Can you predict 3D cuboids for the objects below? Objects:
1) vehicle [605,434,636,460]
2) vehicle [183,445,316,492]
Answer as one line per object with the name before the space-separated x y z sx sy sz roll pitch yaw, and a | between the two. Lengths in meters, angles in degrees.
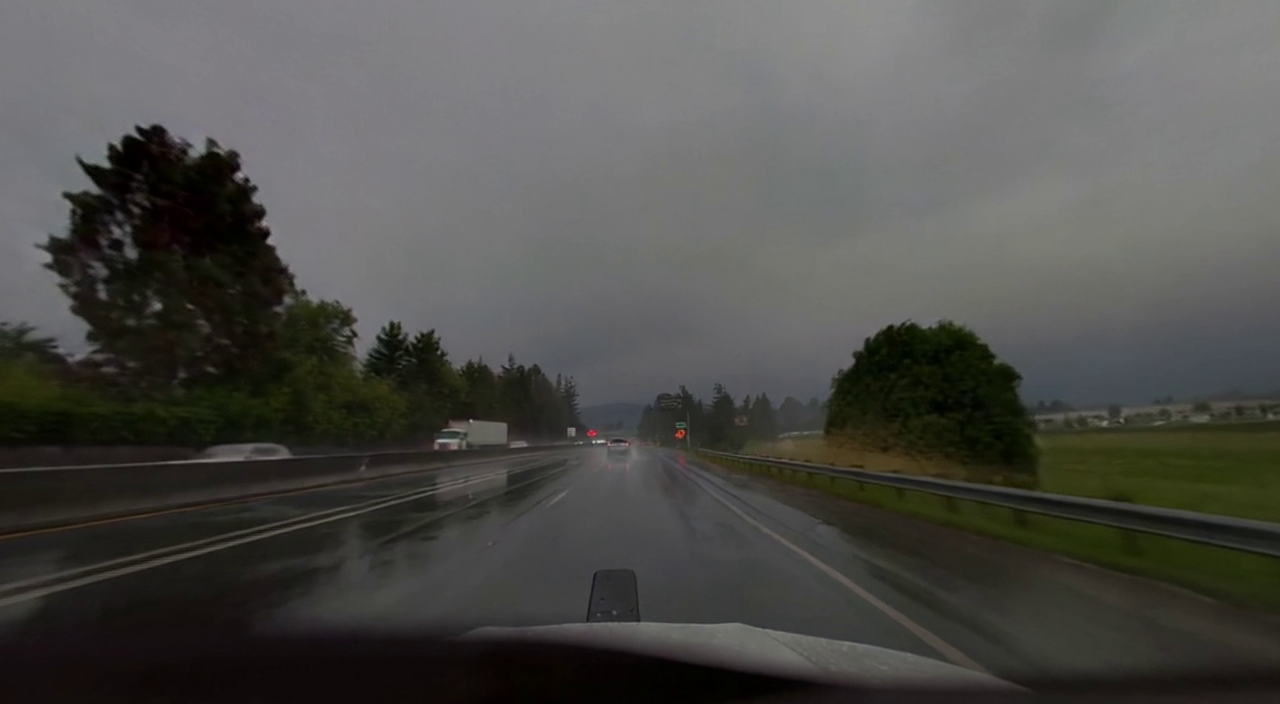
vehicle | -1.420 7.040 46.865 2.188 1.825 4.282 0 -8 -1
vehicle | -13.798 4.093 22.618 1.894 1.460 4.455 0 -8 0
